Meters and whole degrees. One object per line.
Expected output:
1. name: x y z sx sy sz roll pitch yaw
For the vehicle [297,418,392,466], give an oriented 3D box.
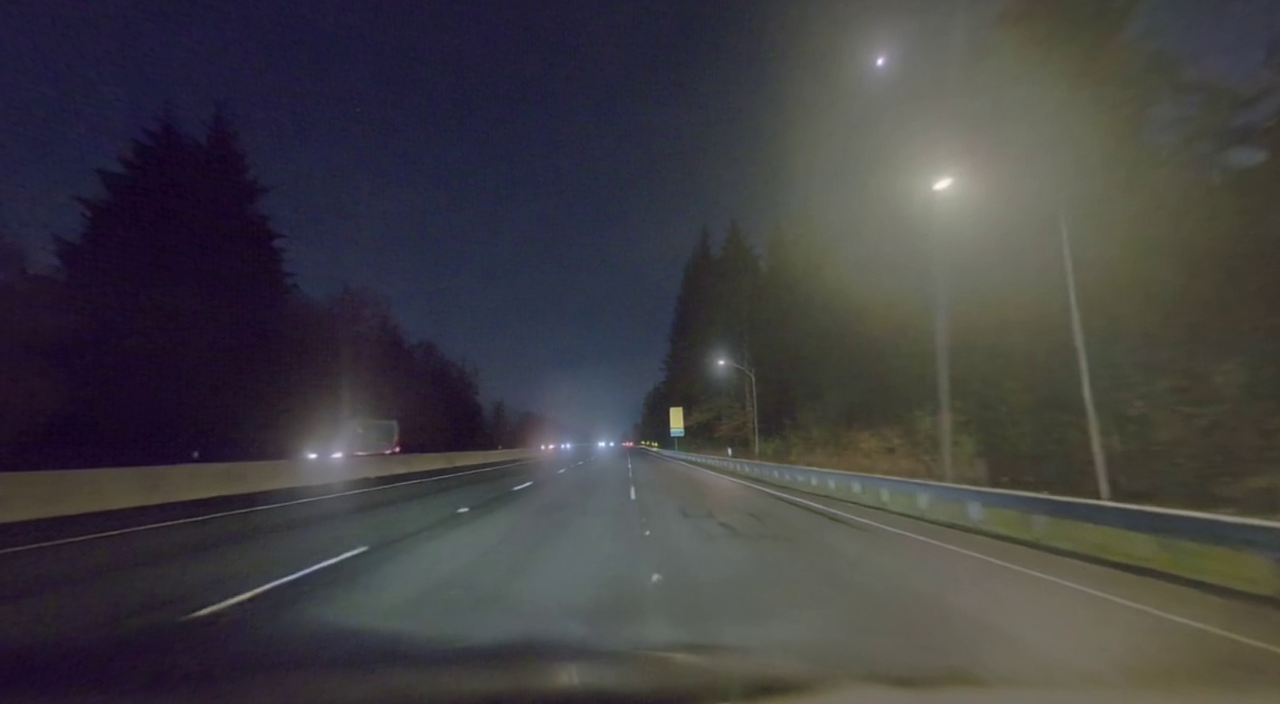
1. vehicle: -19.339 6.047 41.916 2.729 2.892 7.831 0 -9 -2
